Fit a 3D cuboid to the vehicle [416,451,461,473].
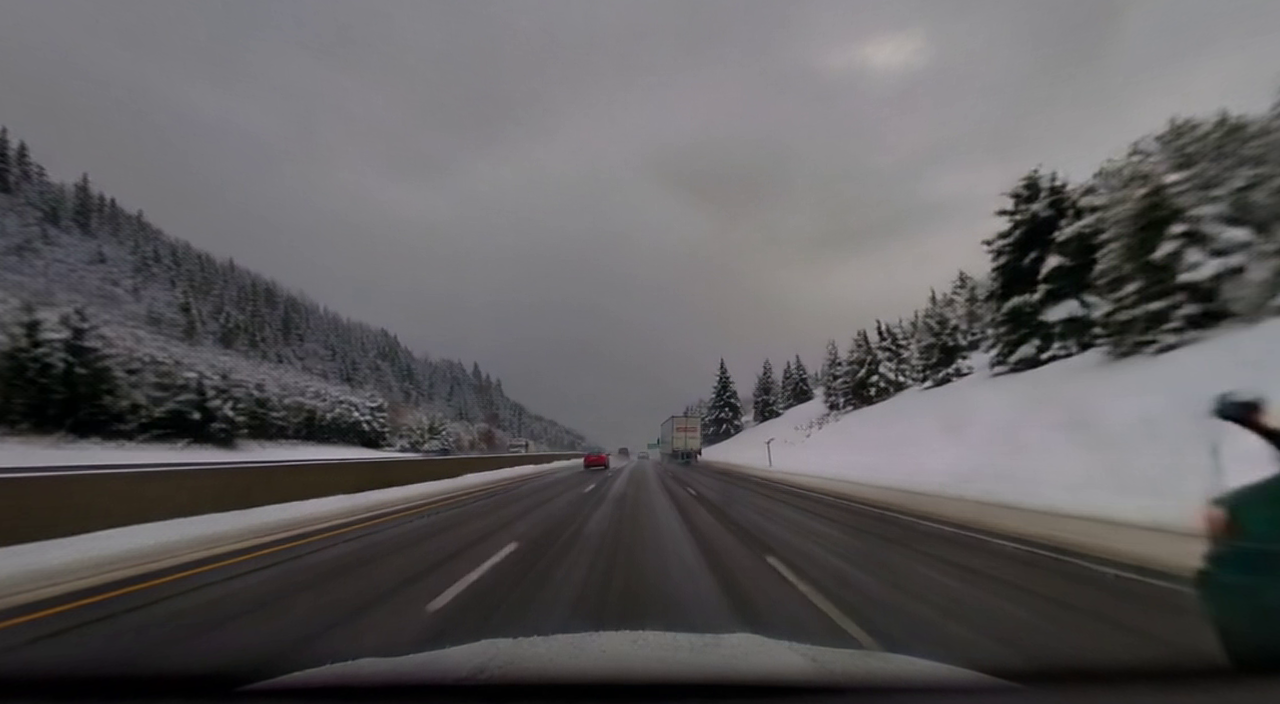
[{"bbox_3d":[-14.090,7.668,44.299,1.790,1.443,3.847,0,-9,1],"label":"vehicle"}]
